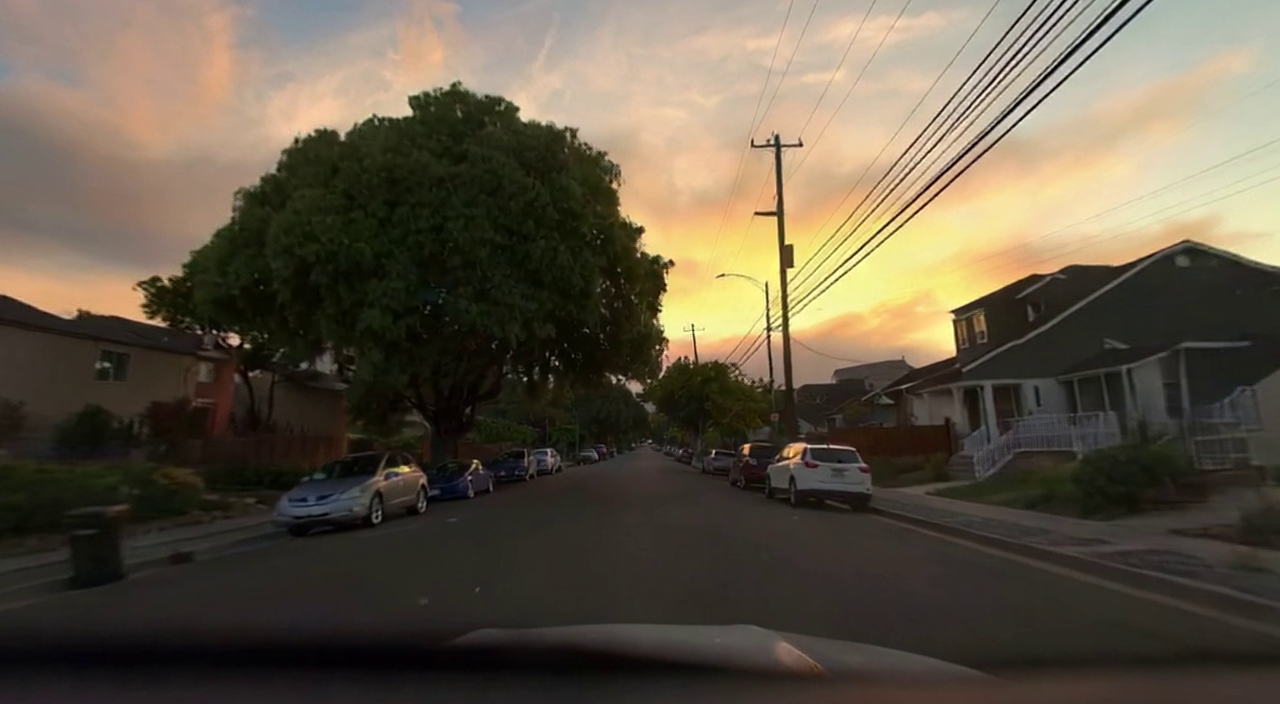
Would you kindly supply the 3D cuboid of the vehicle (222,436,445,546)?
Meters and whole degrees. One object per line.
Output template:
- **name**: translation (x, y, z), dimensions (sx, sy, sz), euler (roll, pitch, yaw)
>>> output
- **vehicle**: translation (-5.396, 2.464, 11.999), dimensions (1.971, 1.648, 4.638), euler (0, -9, -1)

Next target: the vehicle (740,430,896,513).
- **vehicle**: translation (4.601, 3.219, 17.670), dimensions (2.462, 1.894, 6.076), euler (0, -9, -1)

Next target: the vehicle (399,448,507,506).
- **vehicle**: translation (-5.393, 3.638, 18.818), dimensions (1.856, 1.499, 4.216), euler (0, -9, 1)
